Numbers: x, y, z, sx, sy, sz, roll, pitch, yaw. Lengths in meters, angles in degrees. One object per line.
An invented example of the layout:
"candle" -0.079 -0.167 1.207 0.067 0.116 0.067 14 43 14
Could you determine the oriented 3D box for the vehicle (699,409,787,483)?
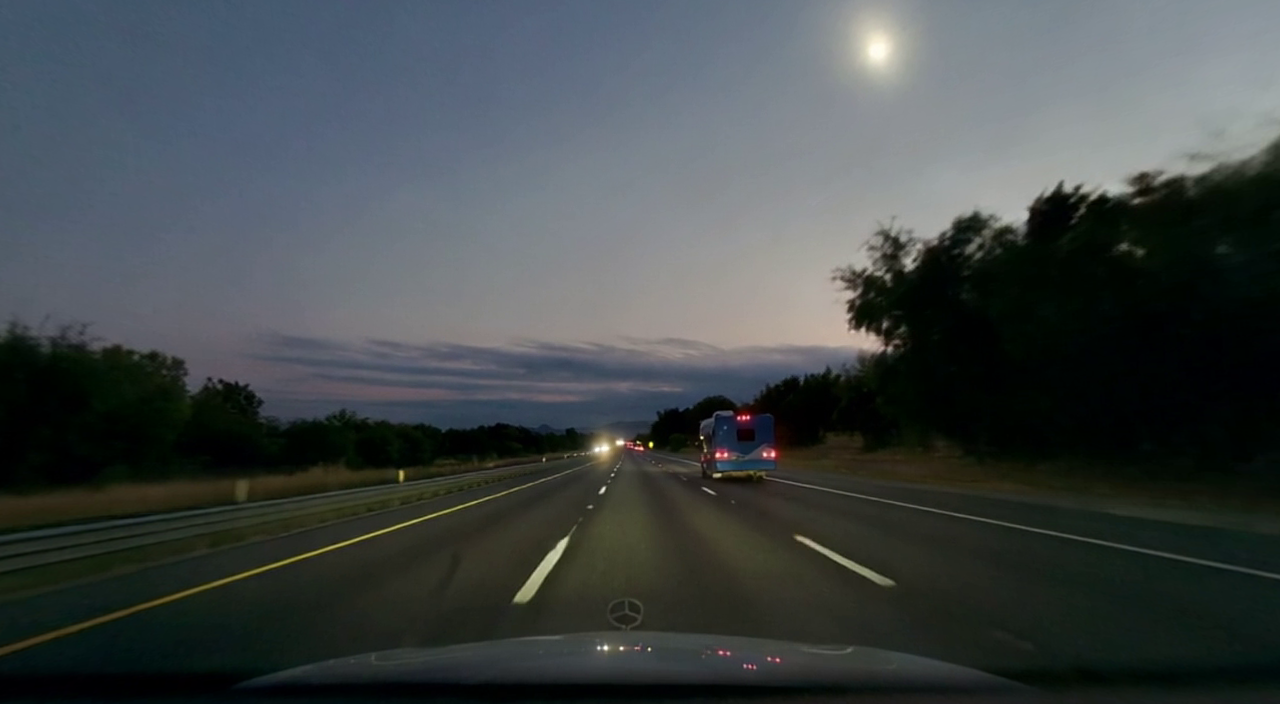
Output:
"vehicle" 4.218 4.063 27.162 2.556 2.763 6.287 0 -9 -2
